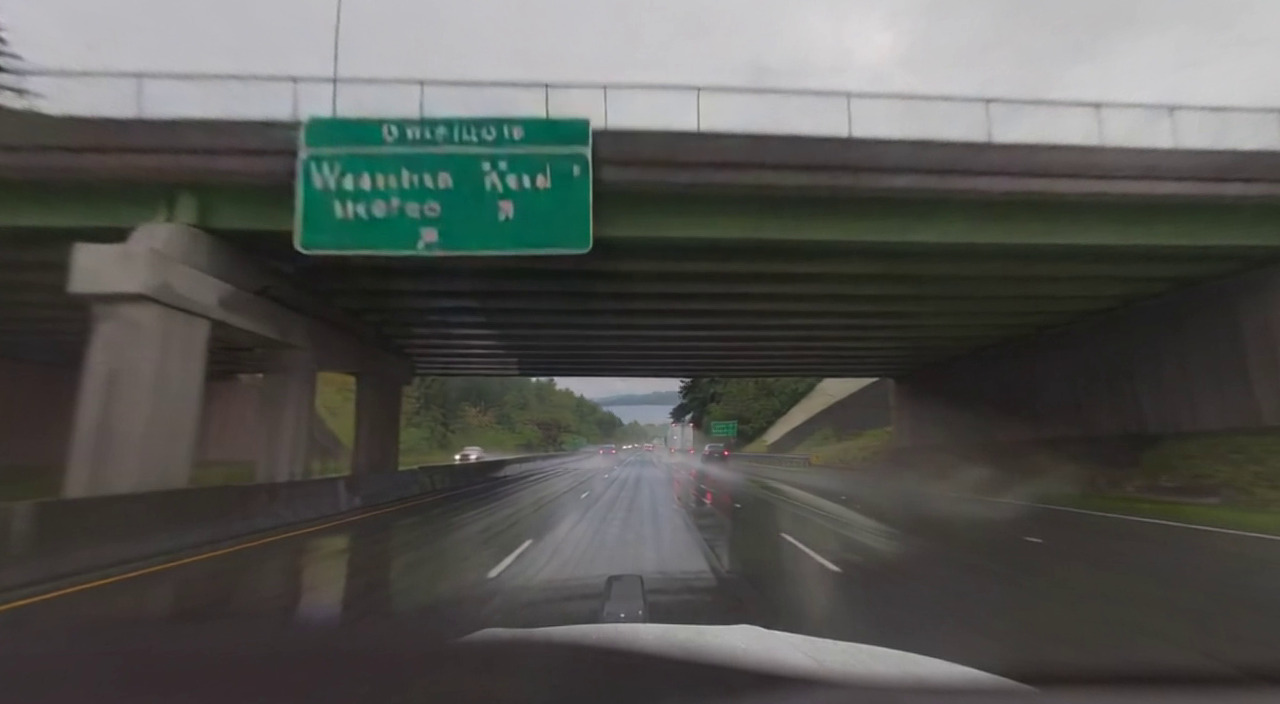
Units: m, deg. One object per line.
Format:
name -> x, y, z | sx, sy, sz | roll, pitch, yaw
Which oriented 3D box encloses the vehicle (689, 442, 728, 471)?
vehicle -> 4.727, 7.236, 44.032 | 2.100, 1.889, 4.969 | 0, -9, -1
